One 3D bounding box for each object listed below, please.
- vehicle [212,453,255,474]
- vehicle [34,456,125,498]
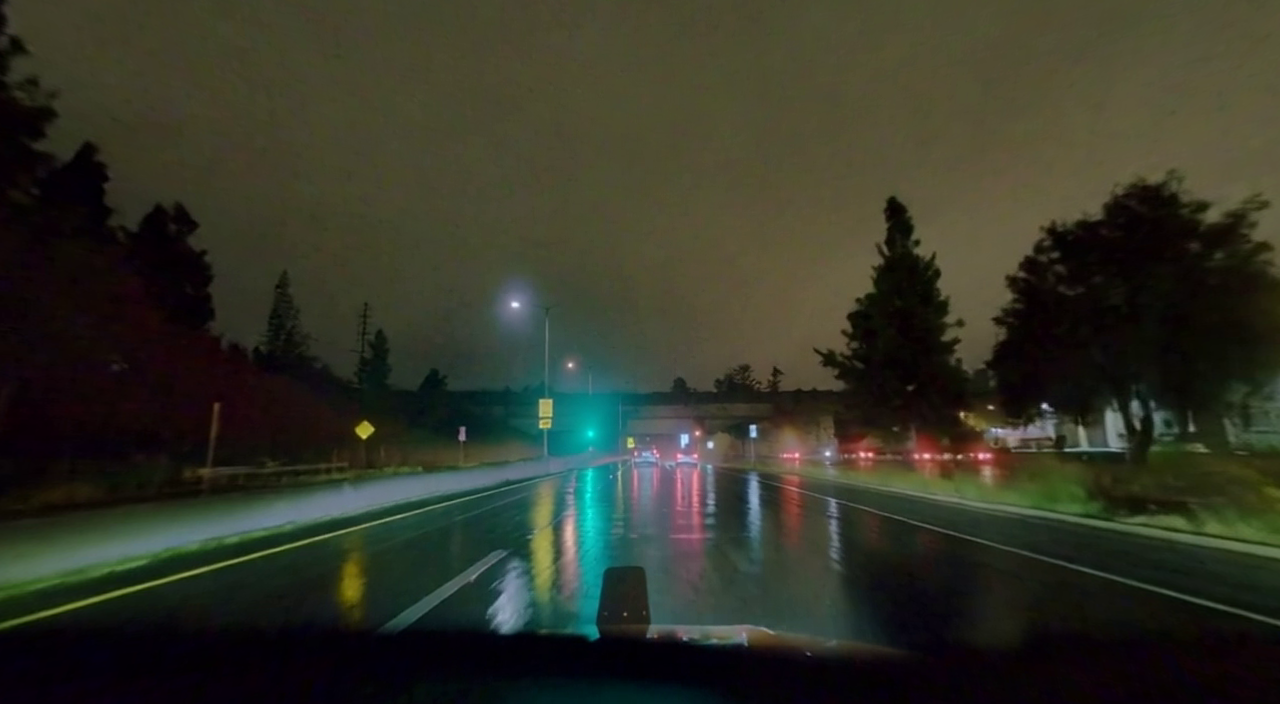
[{"bbox_3d":[-31.571,8.640,49.023,1.858,1.493,4.734,3,-9,-22],"label":"vehicle"},{"bbox_3d":[-25.740,5.685,29.126,1.847,1.698,4.345,4,-9,-25],"label":"vehicle"}]
